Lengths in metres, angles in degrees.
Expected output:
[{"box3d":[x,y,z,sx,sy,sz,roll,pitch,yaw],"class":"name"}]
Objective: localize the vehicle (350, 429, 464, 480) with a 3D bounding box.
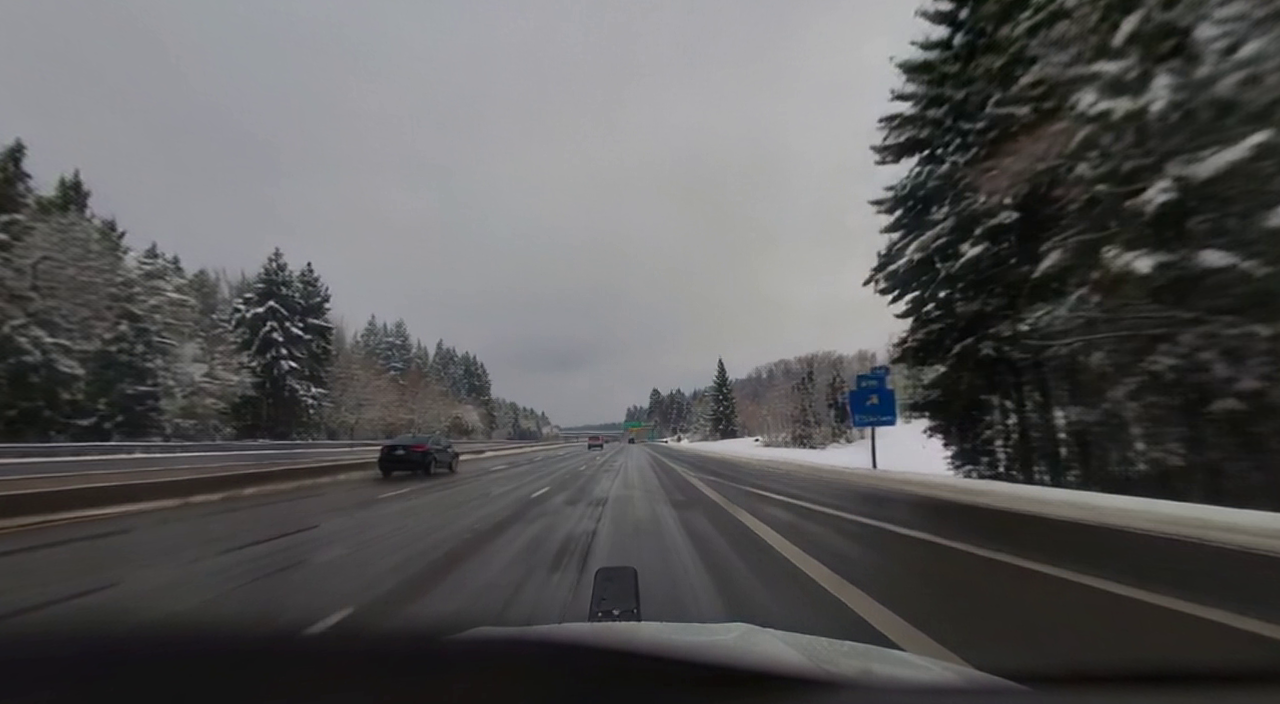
[{"box3d":[-8.094,3.594,22.547,2.092,1.574,5.251,0,-8,0],"class":"vehicle"}]
